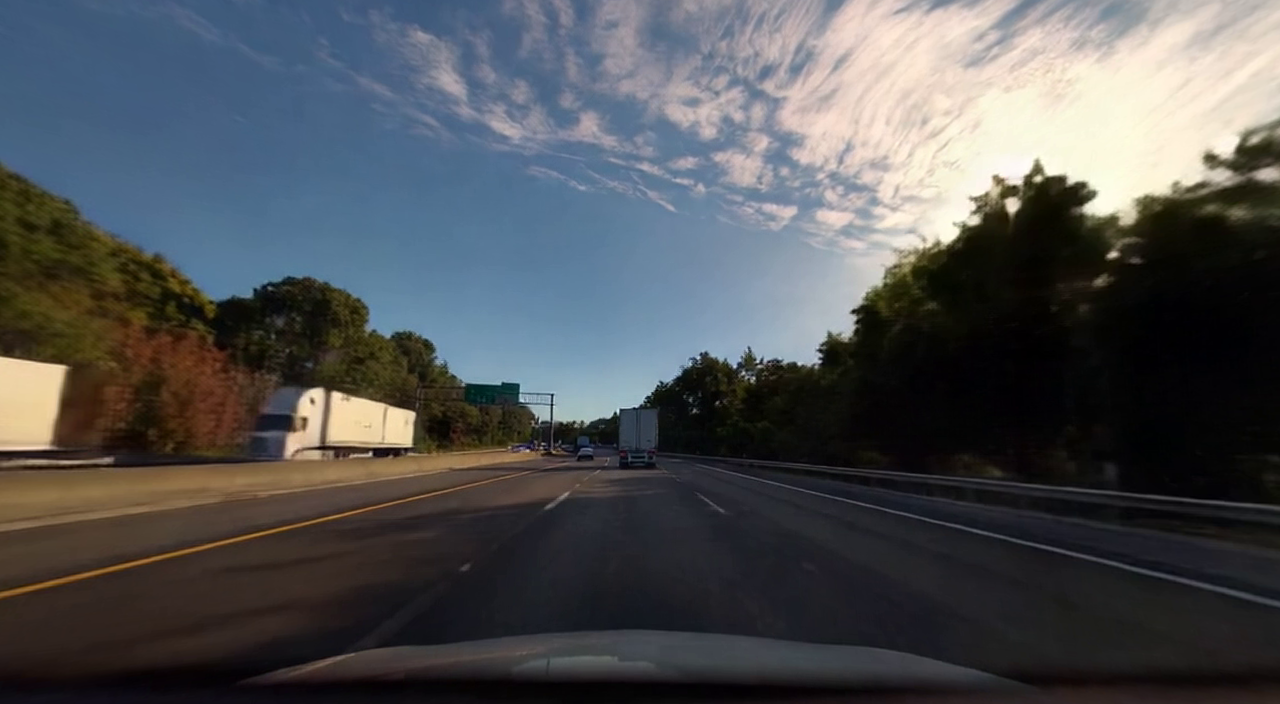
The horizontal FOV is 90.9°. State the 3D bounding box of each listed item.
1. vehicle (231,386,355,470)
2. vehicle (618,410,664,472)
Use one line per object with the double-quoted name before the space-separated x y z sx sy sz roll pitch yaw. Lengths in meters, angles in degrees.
"vehicle" -17.483 3.973 32.342 2.981 3.909 5.851 0 -9 -1
"vehicle" -0.121 6.593 46.288 2.962 3.953 10.696 0 -9 -2
